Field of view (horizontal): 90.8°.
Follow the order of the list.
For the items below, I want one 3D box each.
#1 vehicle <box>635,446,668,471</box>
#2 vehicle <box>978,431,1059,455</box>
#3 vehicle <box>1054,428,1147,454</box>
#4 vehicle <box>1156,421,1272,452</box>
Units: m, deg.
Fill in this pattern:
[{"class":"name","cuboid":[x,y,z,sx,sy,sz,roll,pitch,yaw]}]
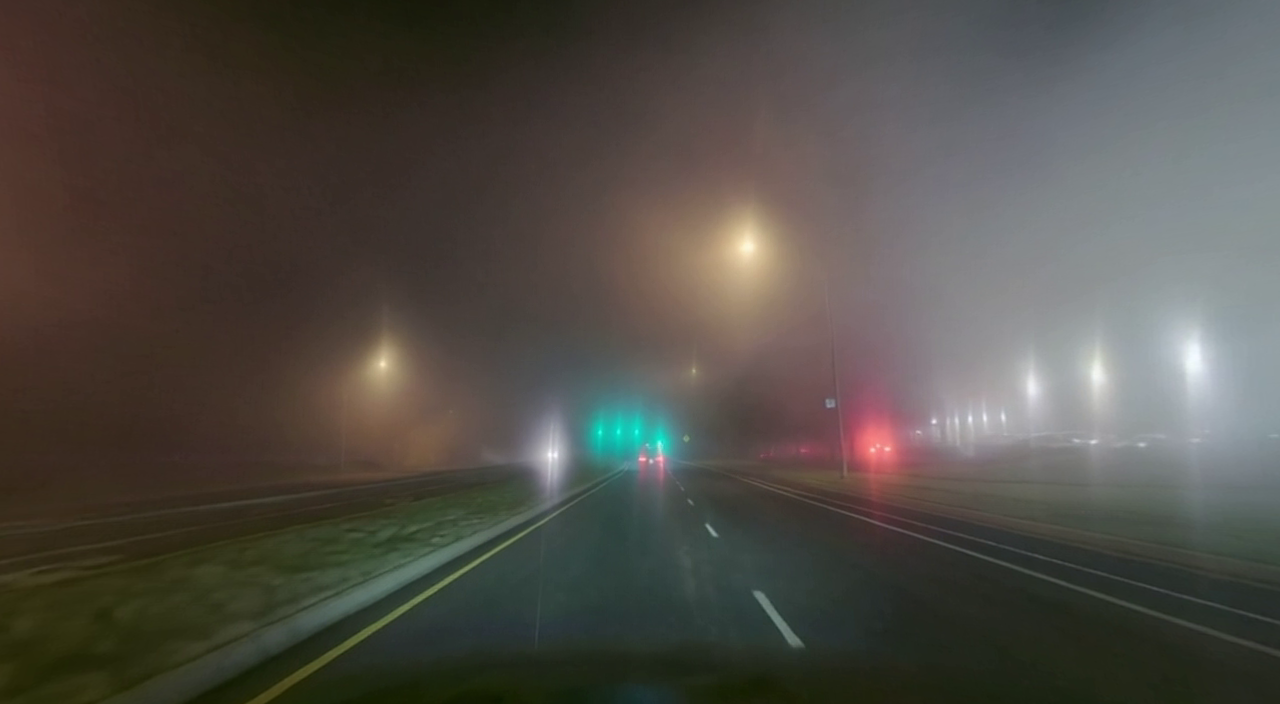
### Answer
[{"class":"vehicle","cuboid":[0.715,7.243,43.314,2.158,1.600,3.865,0,-9,-1]},{"class":"vehicle","cuboid":[26.807,6.510,45.021,2.143,1.623,5.235,0,-9,-5]},{"class":"vehicle","cuboid":[27.767,5.427,38.268,1.847,1.451,4.470,1,-9,-8]},{"class":"vehicle","cuboid":[28.918,4.336,32.017,1.791,1.448,4.027,0,-9,-6]}]
